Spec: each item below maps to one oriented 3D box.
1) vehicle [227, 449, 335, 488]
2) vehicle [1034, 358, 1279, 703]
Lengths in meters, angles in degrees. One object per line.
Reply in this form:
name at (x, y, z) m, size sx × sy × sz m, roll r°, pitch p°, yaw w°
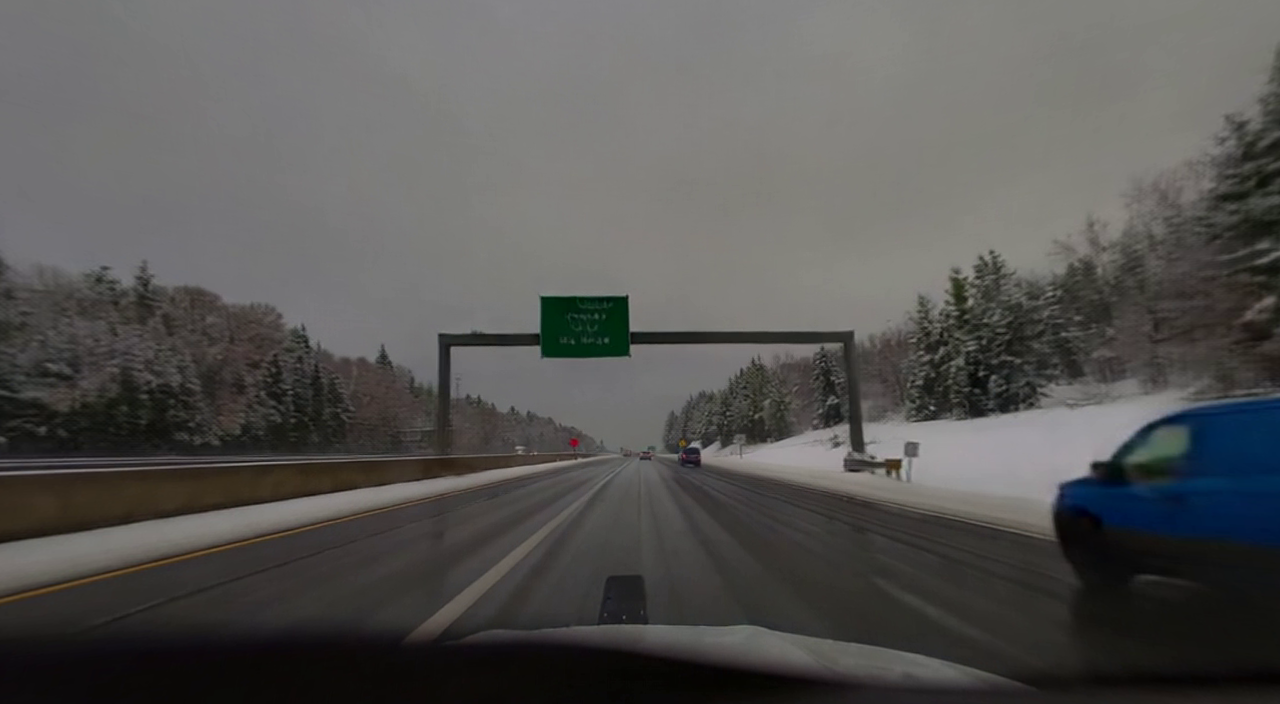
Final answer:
vehicle at (-15.302, 4.978, 27.225) m, size 1.903 × 1.486 × 4.666 m, roll 0°, pitch -9°, yaw 1°
vehicle at (4.351, 0.892, 3.008) m, size 1.971 × 1.795 × 4.389 m, roll 0°, pitch -9°, yaw -2°
